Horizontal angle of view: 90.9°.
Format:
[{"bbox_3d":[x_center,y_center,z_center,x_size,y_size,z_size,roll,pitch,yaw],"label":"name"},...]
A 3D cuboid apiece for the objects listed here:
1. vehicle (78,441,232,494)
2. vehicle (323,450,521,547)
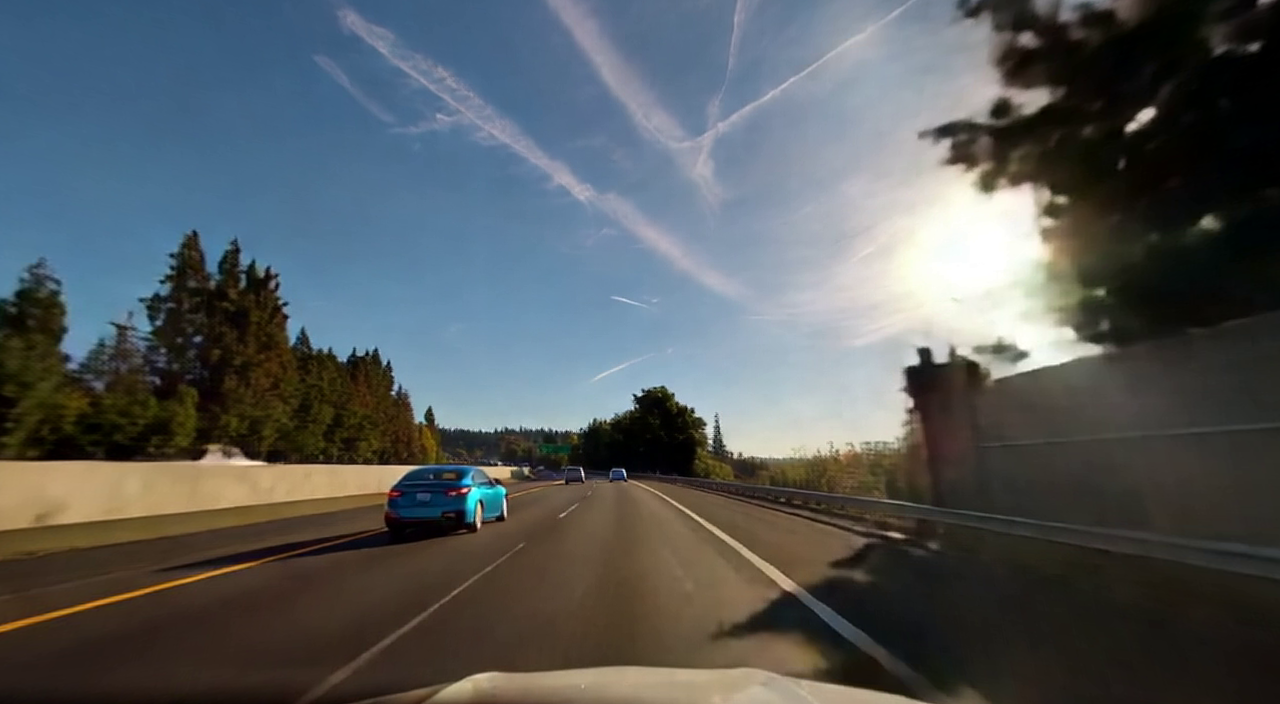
[{"bbox_3d":[-16.864,4.083,22.269,1.917,1.619,4.449,1,-10,-1],"label":"vehicle"},{"bbox_3d":[-4.097,2.892,13.011,2.328,1.559,5.041,1,-10,-1],"label":"vehicle"}]
